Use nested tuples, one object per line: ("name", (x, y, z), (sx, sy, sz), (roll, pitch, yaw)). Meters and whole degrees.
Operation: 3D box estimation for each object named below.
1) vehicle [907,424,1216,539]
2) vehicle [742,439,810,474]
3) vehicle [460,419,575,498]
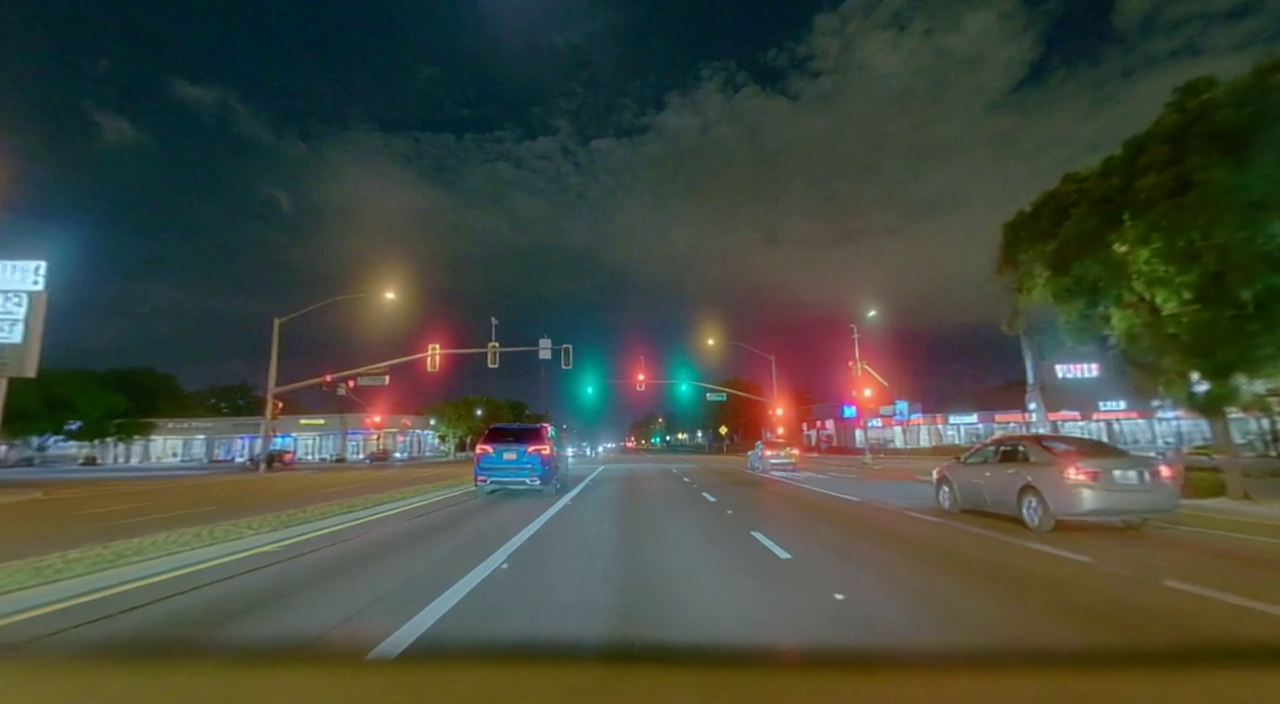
("vehicle", (6.761, 2.121, 11.045), (2.014, 1.539, 4.852), (0, -8, -1))
("vehicle", (6.208, 4.824, 29.383), (1.972, 1.476, 4.775), (0, -8, -2))
("vehicle", (-3.221, 2.946, 17.862), (2.313, 1.883, 5.016), (0, -8, -1))
